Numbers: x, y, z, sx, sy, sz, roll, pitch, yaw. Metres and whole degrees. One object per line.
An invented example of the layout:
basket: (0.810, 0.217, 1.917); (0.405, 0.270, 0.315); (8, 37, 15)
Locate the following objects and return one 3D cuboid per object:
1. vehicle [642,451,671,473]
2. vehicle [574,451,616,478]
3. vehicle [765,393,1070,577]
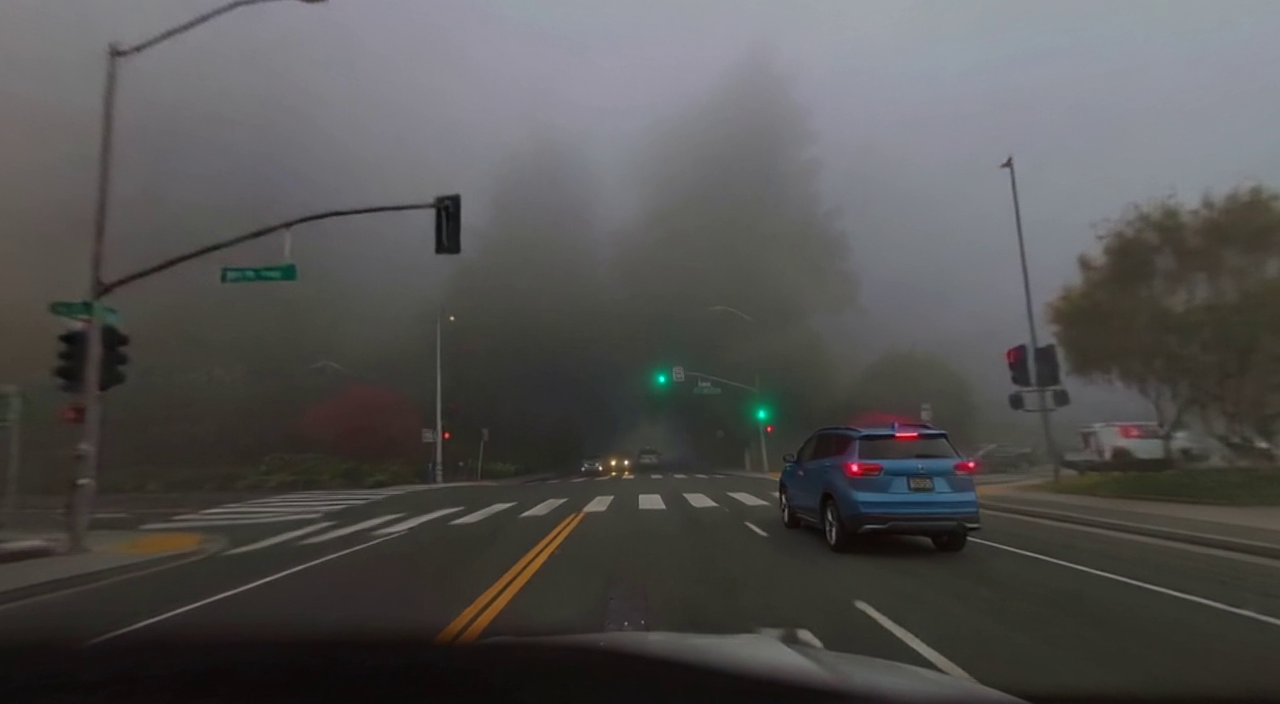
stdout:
vehicle: (1.185, 8.097, 46.497); (2.097, 1.463, 4.043); (0, -8, 1)
vehicle: (-2.683, 6.787, 38.374); (2.170, 1.513, 4.270); (0, -9, 1)
vehicle: (3.313, 1.722, 8.930); (2.130, 1.863, 4.844); (0, -9, 1)
